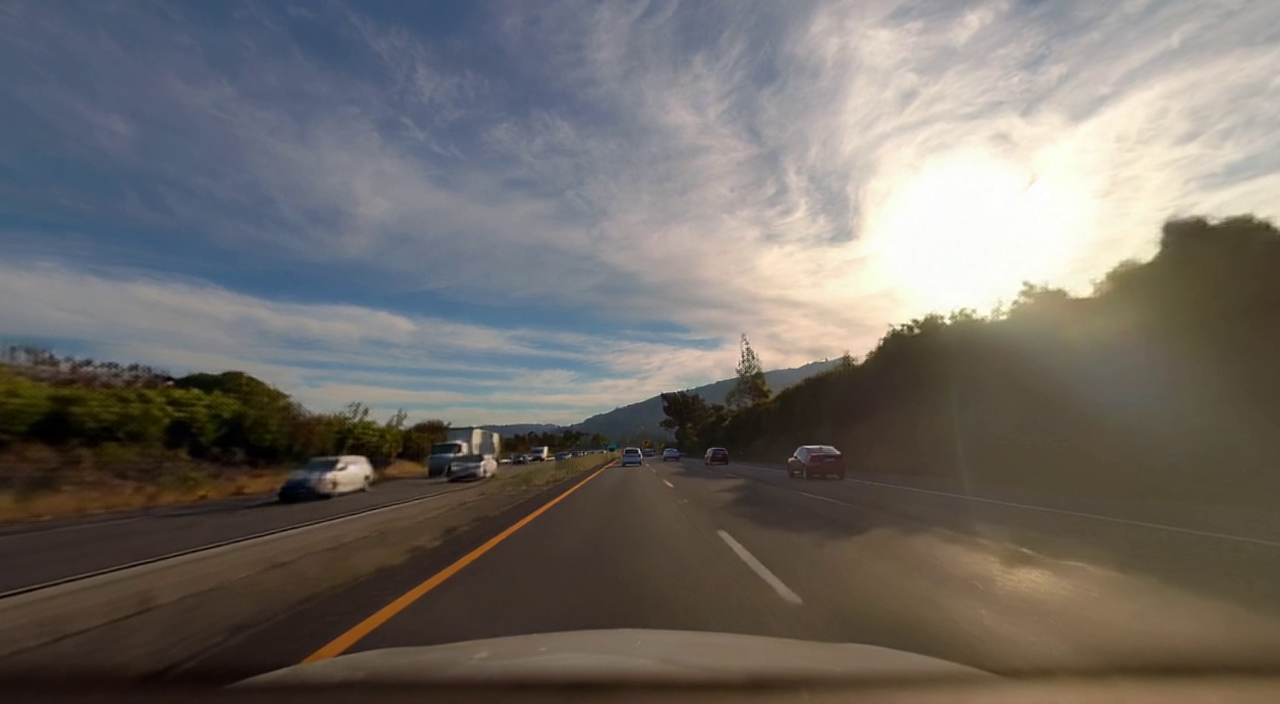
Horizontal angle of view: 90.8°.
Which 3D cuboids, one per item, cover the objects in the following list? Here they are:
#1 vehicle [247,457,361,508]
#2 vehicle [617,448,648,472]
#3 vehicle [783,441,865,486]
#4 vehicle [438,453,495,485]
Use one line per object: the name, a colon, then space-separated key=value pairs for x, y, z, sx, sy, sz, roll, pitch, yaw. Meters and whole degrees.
vehicle: x=-12.443 y=4.806 z=23.737 sx=1.897 sy=1.659 sz=4.306 roll=0 pitch=-9 yaw=0
vehicle: x=-0.479 y=7.322 z=43.071 sx=2.021 sy=1.507 sz=4.272 roll=0 pitch=-9 yaw=0
vehicle: x=7.044 y=4.295 z=24.588 sx=1.903 sy=1.566 sz=3.866 roll=0 pitch=-9 yaw=-2
vehicle: x=-9.031 y=6.114 z=33.216 sx=1.857 sy=1.511 sz=3.838 roll=-1 pitch=-9 yaw=1
